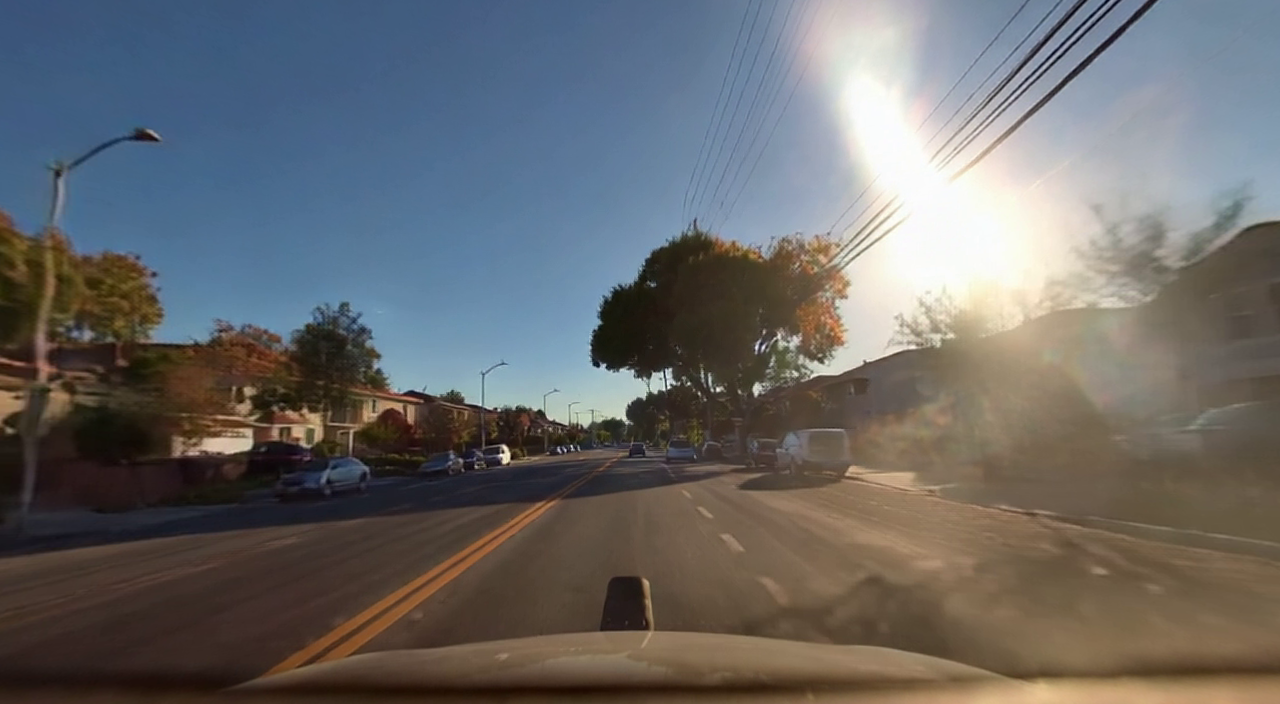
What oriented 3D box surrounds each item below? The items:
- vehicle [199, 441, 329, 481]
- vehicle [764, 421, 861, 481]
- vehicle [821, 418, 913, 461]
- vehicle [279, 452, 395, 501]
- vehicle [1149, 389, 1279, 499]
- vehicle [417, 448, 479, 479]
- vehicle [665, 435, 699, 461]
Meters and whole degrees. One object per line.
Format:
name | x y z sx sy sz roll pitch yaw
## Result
vehicle | -17.700 5.142 29.869 4.745 1.810 2.197 -1 -8 2
vehicle | 6.596 3.866 24.864 2.274 2.090 5.465 0 -8 0
vehicle | 12.948 5.030 36.234 4.305 1.844 2.135 -7 -9 1
vehicle | -10.711 4.408 22.725 1.896 1.495 4.425 -1 -8 1
vehicle | 12.717 1.552 11.813 4.496 1.773 1.972 -5 -8 -1
vehicle | -10.504 6.115 34.805 2.098 1.503 4.113 0 -8 0
vehicle | 2.966 6.936 45.630 2.070 1.765 4.731 0 -8 -1
